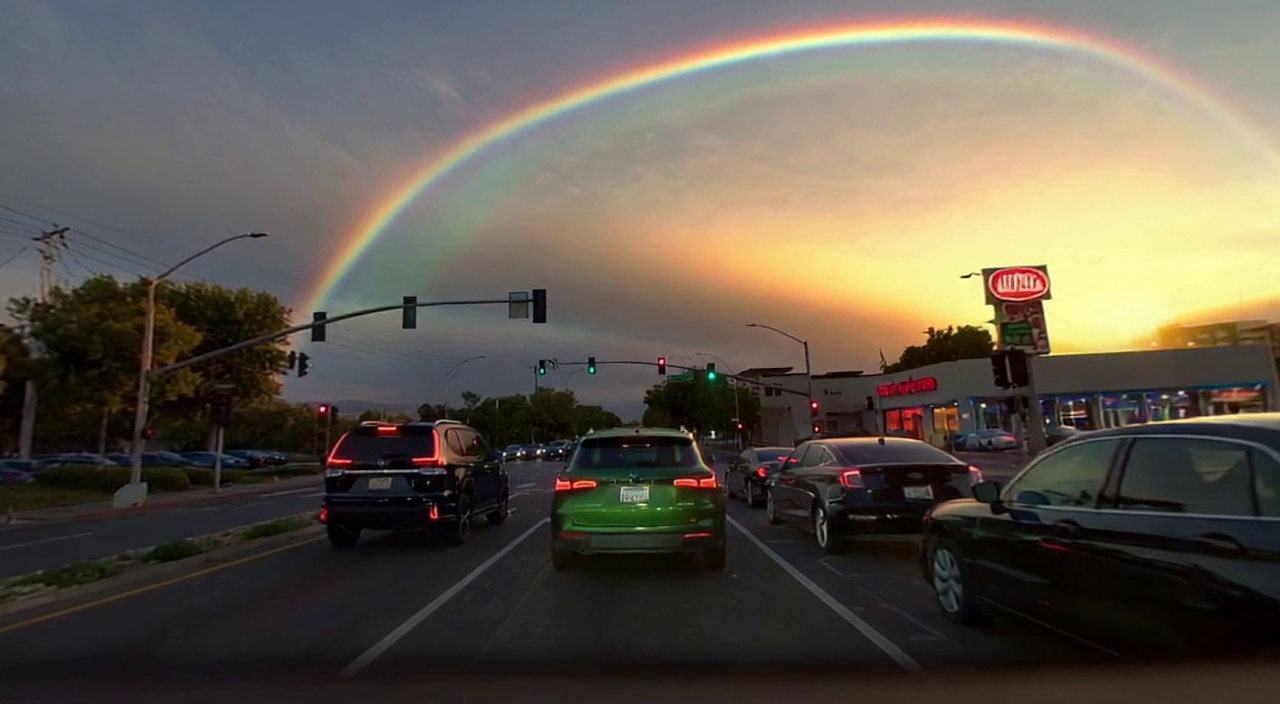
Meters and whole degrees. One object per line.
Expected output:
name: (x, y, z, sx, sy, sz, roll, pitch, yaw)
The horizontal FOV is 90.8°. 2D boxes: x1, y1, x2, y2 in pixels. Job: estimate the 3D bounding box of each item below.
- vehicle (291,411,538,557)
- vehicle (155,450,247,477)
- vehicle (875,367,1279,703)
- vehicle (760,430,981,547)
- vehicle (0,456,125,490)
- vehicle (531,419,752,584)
vehicle: (-3.048, 1.908, 9.794, 2.180, 1.708, 4.397, 0, -9, 0)
vehicle: (-27.208, 6.918, 39.348, 4.362, 1.518, 1.894, 4, -10, -26)
vehicle: (2.966, 0.982, 3.154, 1.922, 1.508, 4.330, 0, -9, 0)
vehicle: (3.295, 2.026, 10.062, 1.879, 1.442, 4.170, 0, -9, -1)
vehicle: (-27.259, 5.673, 29.840, 4.107, 1.427, 1.883, 3, -9, -23)
vehicle: (-0.008, 1.689, 7.869, 2.071, 1.525, 3.723, 0, -9, -1)
